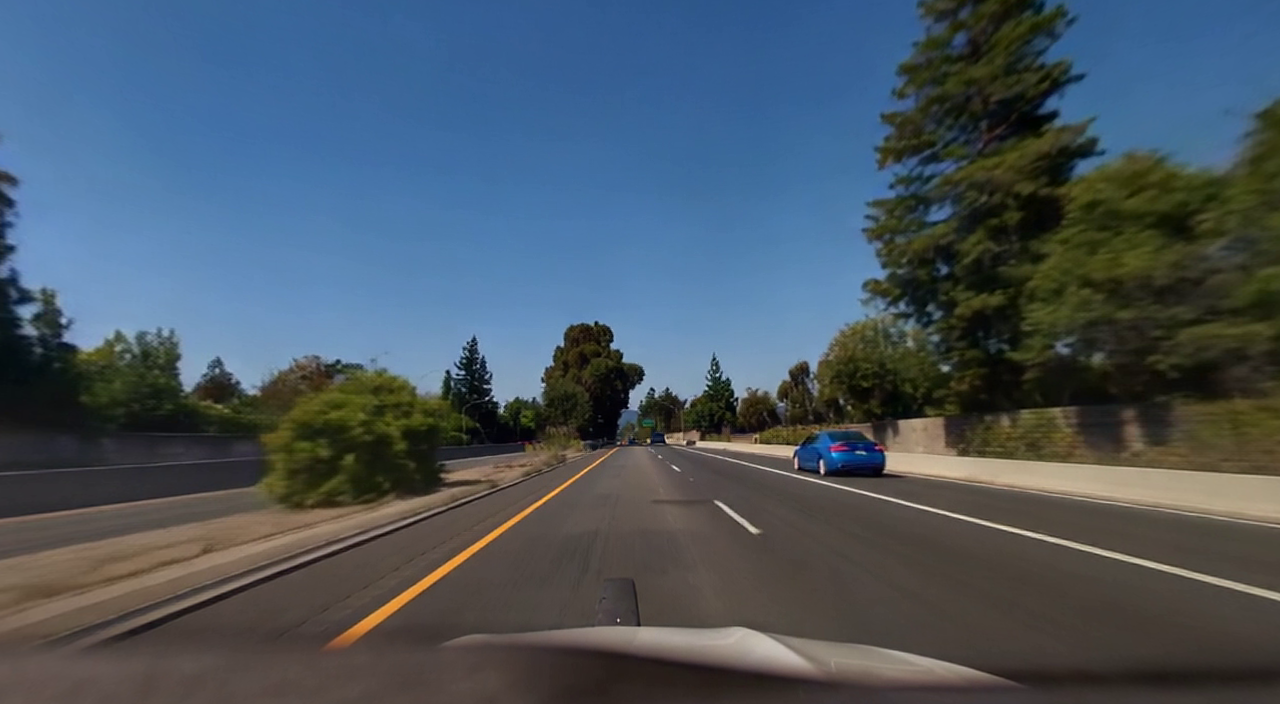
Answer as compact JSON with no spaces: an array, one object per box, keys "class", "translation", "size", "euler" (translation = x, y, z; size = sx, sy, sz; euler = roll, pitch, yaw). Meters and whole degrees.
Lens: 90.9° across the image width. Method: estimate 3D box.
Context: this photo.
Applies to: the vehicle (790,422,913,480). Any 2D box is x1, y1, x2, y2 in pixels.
[{"class":"vehicle","translation":[6.878,3.291,21.217],"size":[2.273,1.698,4.863],"euler":[0,-8,-3]}]
